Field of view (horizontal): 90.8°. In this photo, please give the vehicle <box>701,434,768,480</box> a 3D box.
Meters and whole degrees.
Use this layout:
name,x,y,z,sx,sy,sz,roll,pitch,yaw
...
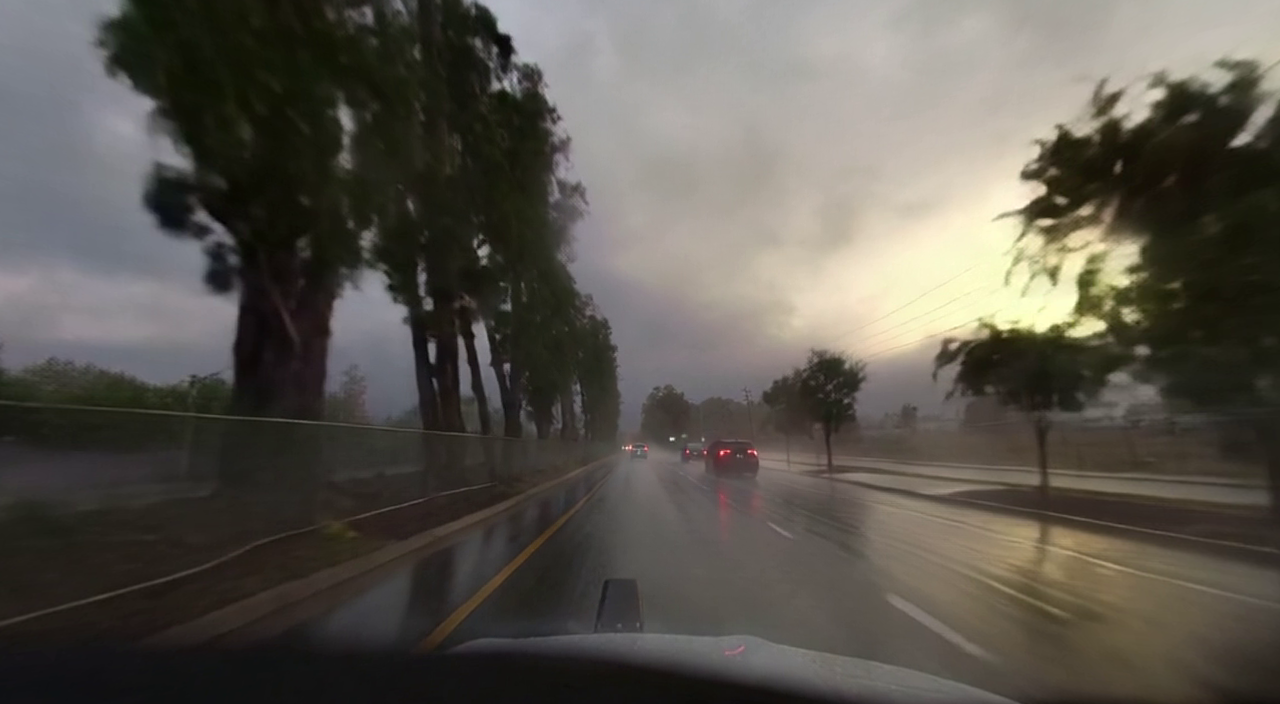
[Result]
name,x,y,z,sx,sy,sz,roll,pitch,yaw
vehicle,4.045,4.615,27.924,2.112,1.825,4.574,0,-9,-2

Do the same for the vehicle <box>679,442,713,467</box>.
name,x,y,z,sx,sy,sz,roll,pitch,yaw
vehicle,3.892,7.167,44.463,2.012,1.653,4.115,0,-9,-1
